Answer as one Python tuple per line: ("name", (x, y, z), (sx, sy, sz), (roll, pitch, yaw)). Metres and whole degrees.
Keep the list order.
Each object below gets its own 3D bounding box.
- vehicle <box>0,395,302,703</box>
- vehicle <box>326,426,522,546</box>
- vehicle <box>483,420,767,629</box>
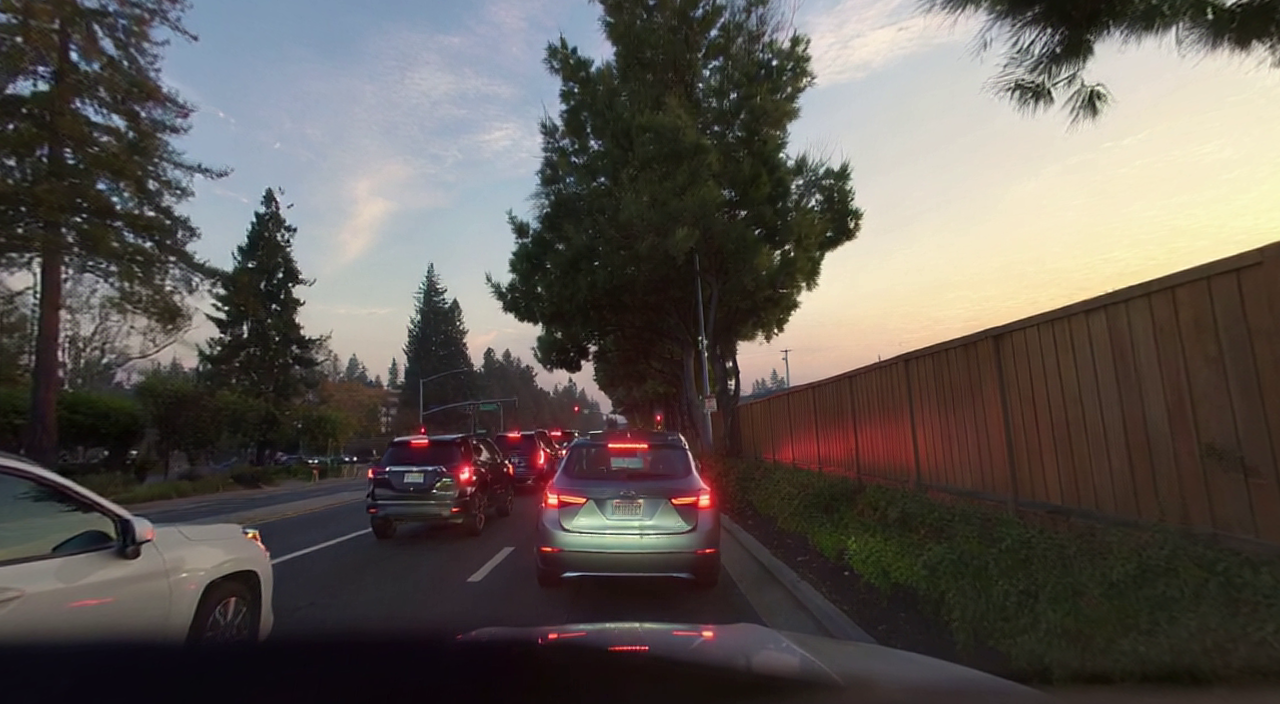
("vehicle", (-3.122, 0.837, 1.582), (1.980, 1.520, 4.636), (0, -8, 0))
("vehicle", (-3.222, 2.063, 10.267), (1.850, 1.582, 3.688), (0, -8, 0))
("vehicle", (-0.136, 1.511, 6.450), (1.995, 1.460, 3.865), (0, -8, -1))
